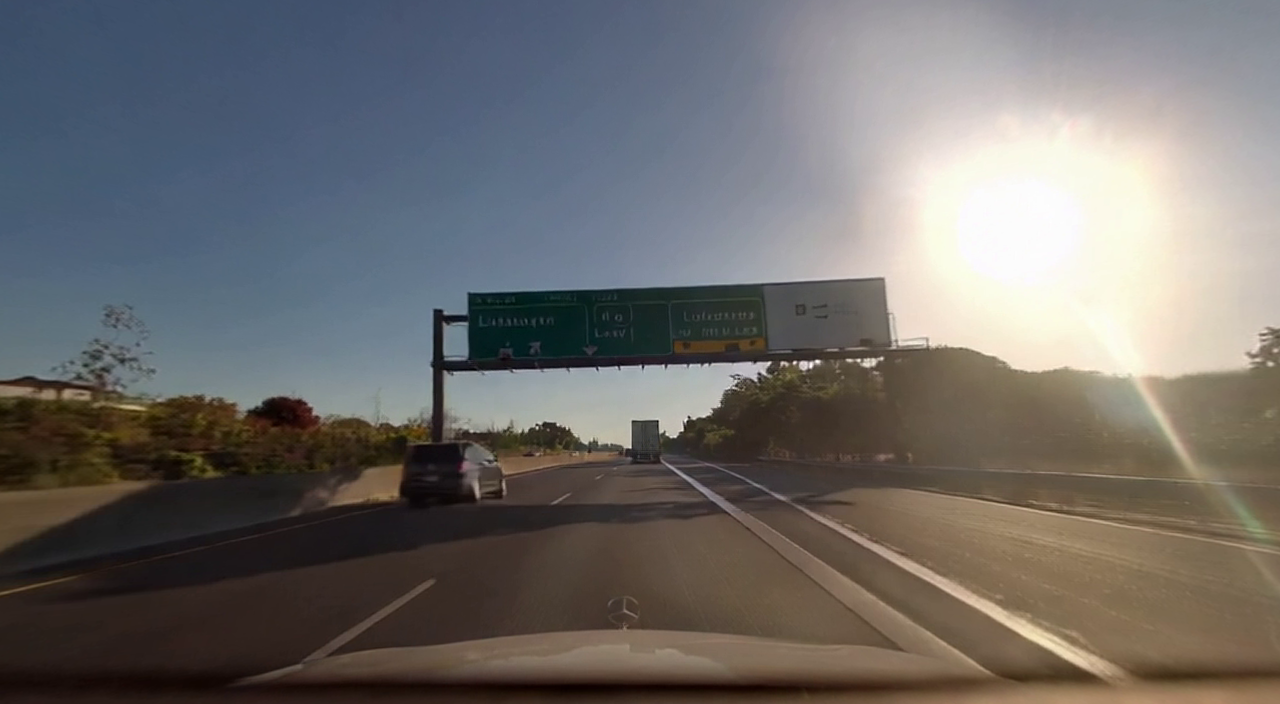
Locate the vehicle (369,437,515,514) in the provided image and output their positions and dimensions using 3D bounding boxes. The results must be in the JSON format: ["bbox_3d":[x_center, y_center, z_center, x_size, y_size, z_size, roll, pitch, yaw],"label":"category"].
[{"bbox_3d":[-4.754,3.046,16.078,2.016,1.636,4.964,0,-9,1],"label":"vehicle"}]
